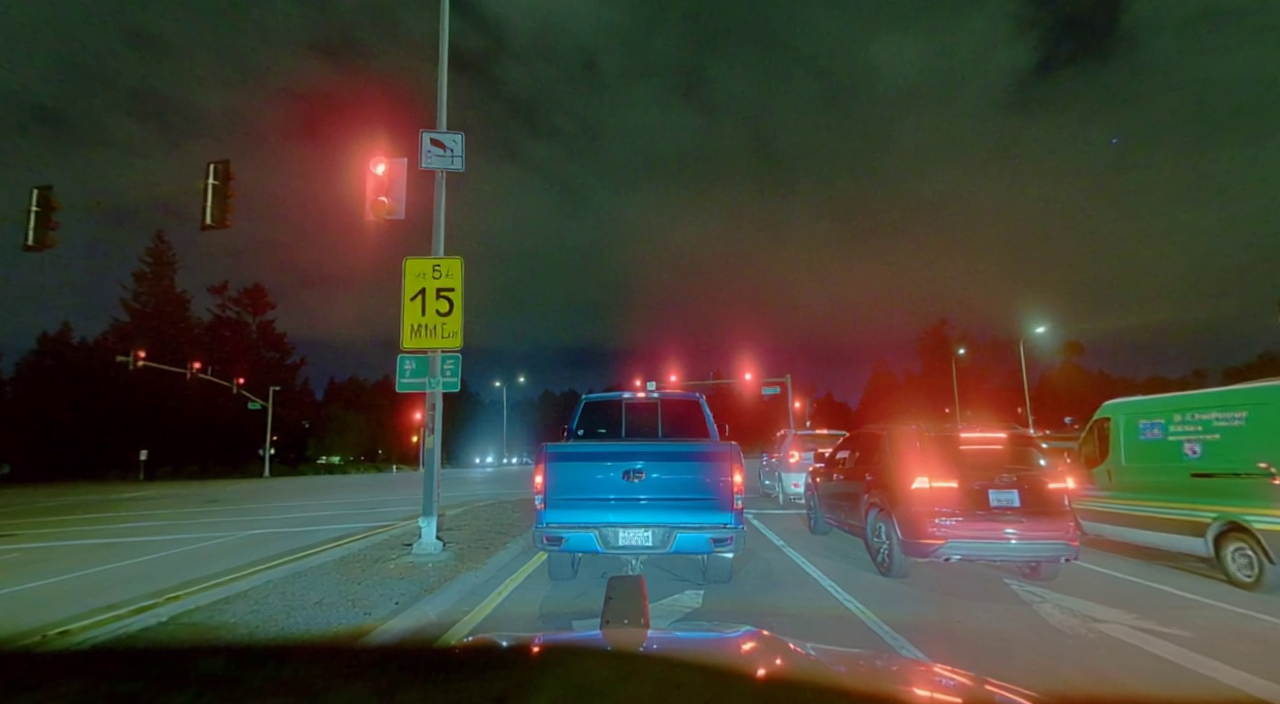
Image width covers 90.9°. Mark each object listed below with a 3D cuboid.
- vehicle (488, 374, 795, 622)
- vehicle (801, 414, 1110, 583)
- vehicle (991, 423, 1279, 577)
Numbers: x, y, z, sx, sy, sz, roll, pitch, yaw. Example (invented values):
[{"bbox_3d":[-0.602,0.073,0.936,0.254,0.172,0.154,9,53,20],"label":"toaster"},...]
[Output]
[{"bbox_3d":[0.048,1.472,7.361,2.326,1.880,4.964,0,-8,1],"label":"vehicle"},{"bbox_3d":[3.576,1.719,8.182,1.981,1.616,4.006,0,-8,1],"label":"vehicle"},{"bbox_3d":[6.834,1.743,8.258,1.973,1.470,4.228,0,-8,-1],"label":"vehicle"}]
